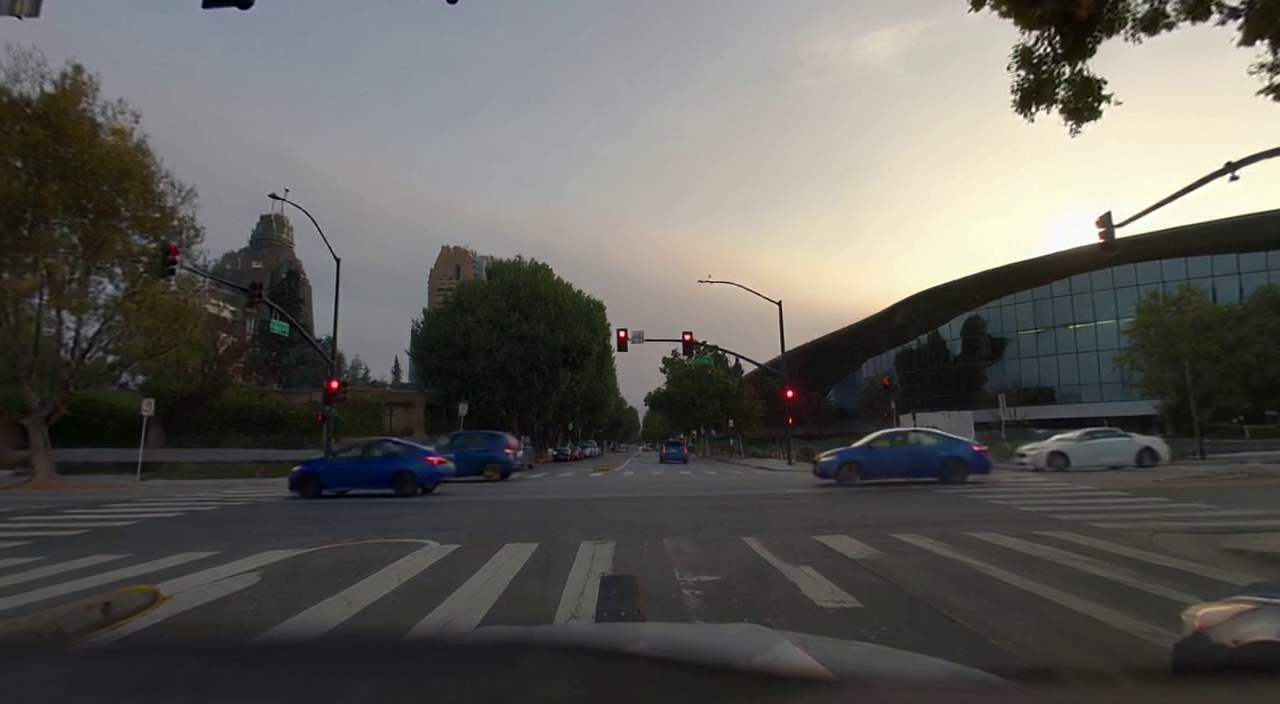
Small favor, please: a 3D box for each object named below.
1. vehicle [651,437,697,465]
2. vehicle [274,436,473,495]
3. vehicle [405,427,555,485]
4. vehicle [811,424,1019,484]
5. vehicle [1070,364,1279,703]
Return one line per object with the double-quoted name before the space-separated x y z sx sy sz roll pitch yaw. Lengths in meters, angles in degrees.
"vehicle" 2.028 6.043 38.502 2.053 1.625 4.551 1 -8 -7
"vehicle" -6.985 3.010 16.834 4.464 1.472 1.867 0 -8 0
"vehicle" -5.137 3.392 20.621 4.363 1.757 1.926 0 -8 1
"vehicle" 7.267 2.739 16.963 4.723 1.484 1.883 0 -8 0
"vehicle" 2.890 0.672 0.829 1.947 1.576 3.825 0 -8 1
